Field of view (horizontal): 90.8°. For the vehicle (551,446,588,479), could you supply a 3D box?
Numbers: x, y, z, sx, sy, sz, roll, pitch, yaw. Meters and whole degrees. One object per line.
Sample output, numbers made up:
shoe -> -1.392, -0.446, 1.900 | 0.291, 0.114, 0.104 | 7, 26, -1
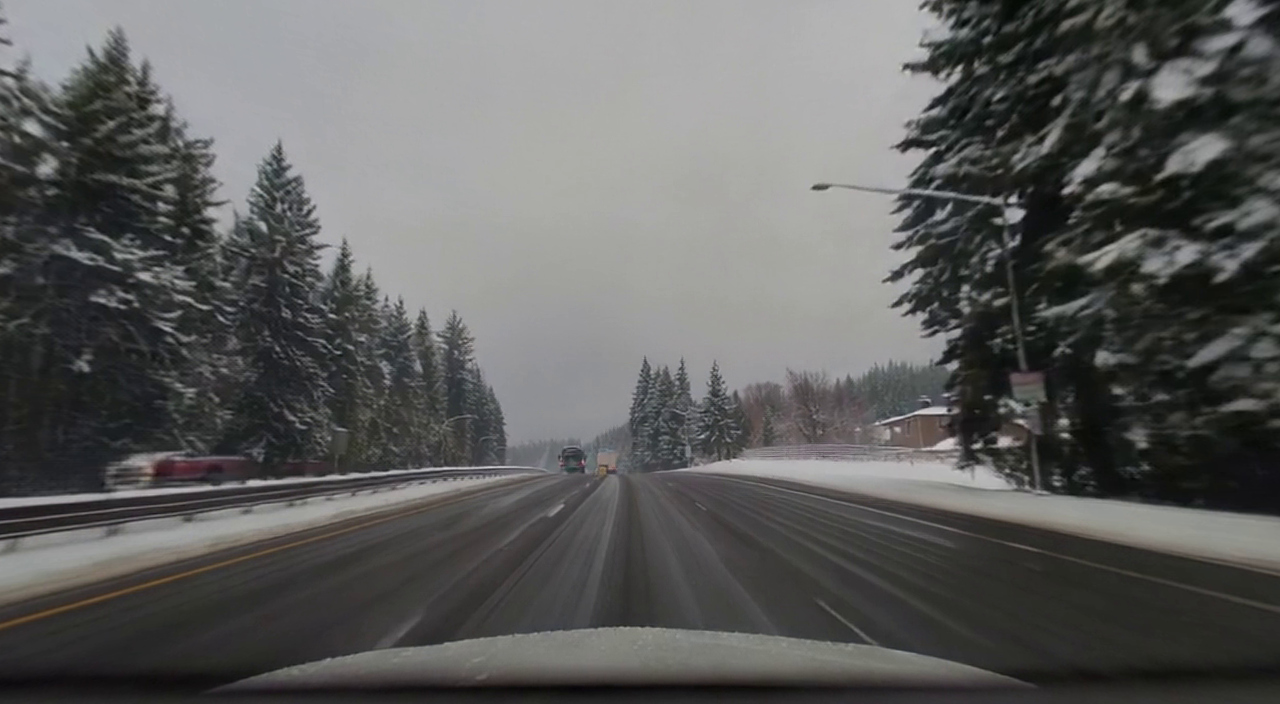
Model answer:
vehicle -> -5.138, 8.081, 46.649 | 2.323, 2.252, 4.808 | 0, -8, -2

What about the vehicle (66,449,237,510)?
vehicle -> -16.321, 4.222, 21.542 | 2.069, 1.776, 4.803 | 0, -8, -2
